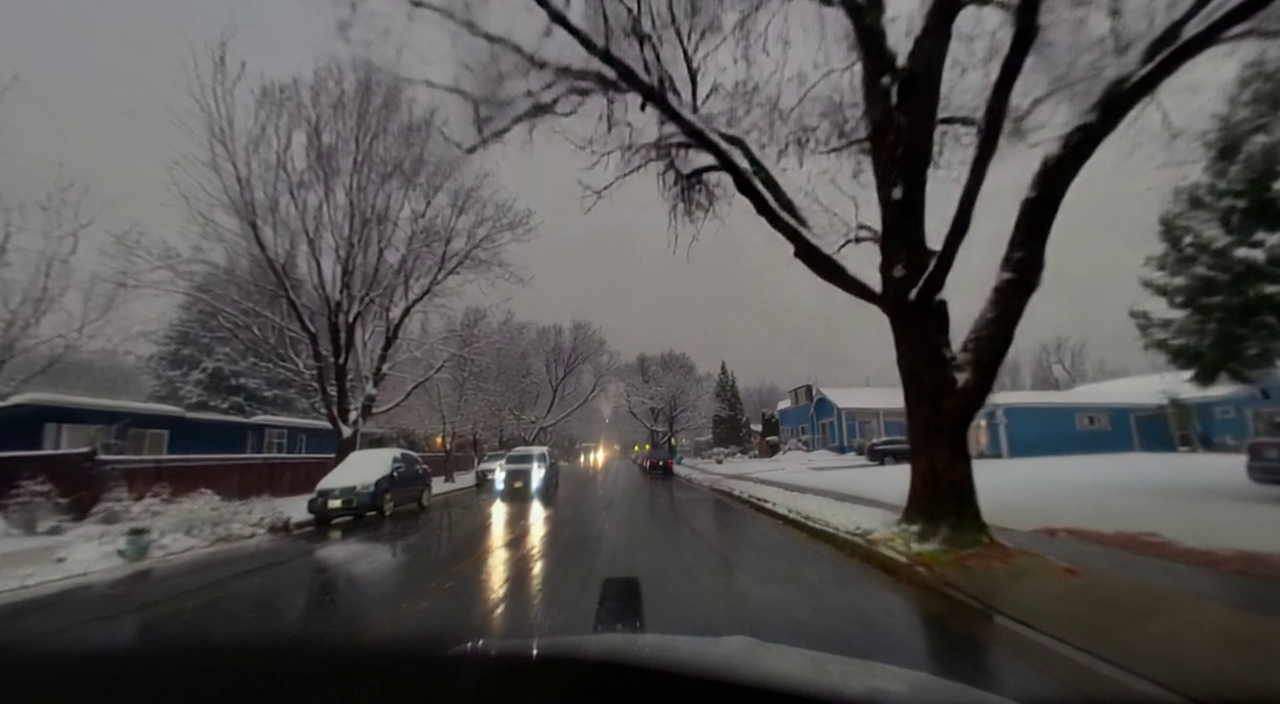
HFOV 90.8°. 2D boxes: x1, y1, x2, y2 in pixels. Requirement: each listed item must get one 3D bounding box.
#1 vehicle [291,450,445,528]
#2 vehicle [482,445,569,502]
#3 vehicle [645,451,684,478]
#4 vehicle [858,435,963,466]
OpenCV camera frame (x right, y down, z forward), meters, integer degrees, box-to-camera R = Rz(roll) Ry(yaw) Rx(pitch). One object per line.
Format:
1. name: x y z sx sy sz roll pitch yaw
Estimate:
1. vehicle: -6.591 3.317 15.908 2.031 1.662 4.194 0 -9 -1
2. vehicle: -3.706 4.024 21.360 2.106 1.688 4.392 0 -9 0
3. vehicle: 1.452 6.918 39.071 1.996 1.516 4.122 1 -9 -4
4. vehicle: 13.102 4.815 30.910 4.370 1.433 1.889 -2 -9 12
